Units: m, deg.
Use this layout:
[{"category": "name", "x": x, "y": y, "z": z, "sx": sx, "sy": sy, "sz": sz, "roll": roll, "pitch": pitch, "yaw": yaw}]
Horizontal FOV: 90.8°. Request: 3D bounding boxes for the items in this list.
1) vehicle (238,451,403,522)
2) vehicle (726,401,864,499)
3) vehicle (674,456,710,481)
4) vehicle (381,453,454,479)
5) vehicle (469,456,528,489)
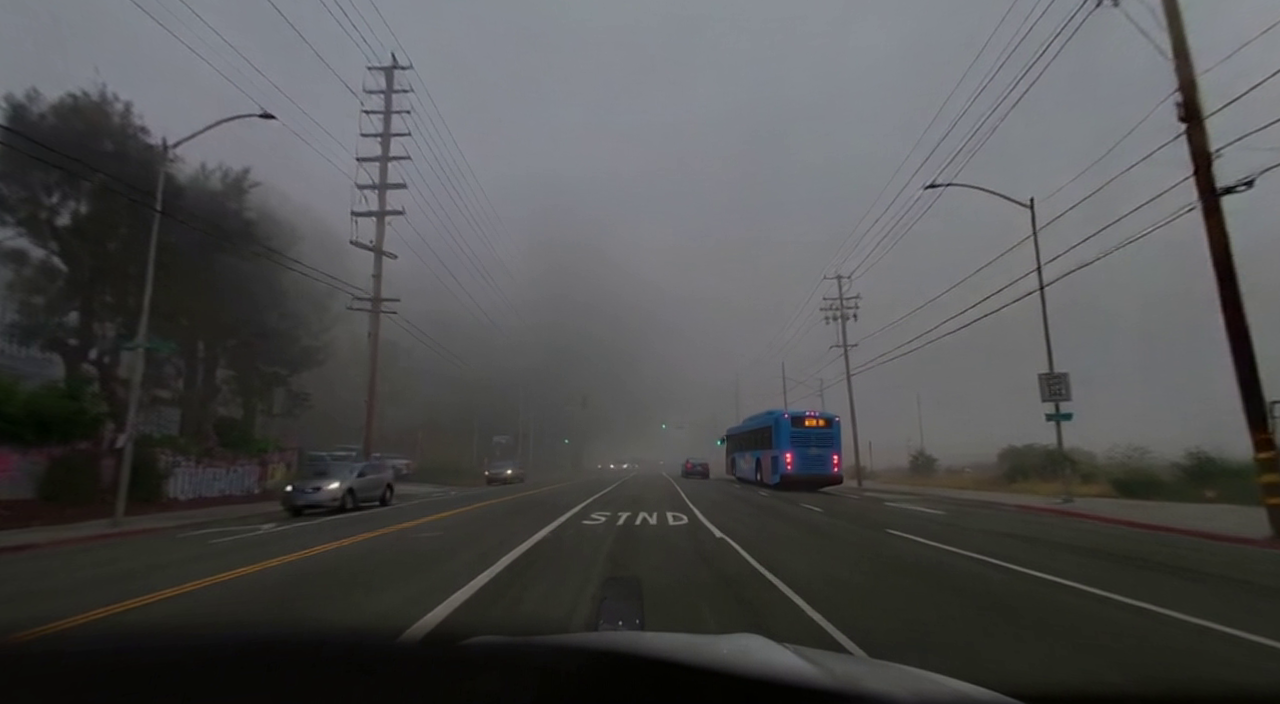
[{"category": "vehicle", "x": -8.744, "y": 3.684, "z": 17.889, "sx": 2.011, "sy": 1.672, "sz": 4.637, "roll": -1, "pitch": -8, "yaw": 3}, {"category": "vehicle", "x": 6.316, "y": 4.367, "z": 28.631, "sx": 3.045, "sy": 3.447, "sz": 12.604, "roll": 0, "pitch": -8, "yaw": 0}, {"category": "vehicle", "x": 3.342, "y": 7.531, "z": 41.053, "sx": 1.961, "sy": 1.470, "sz": 4.196, "roll": 0, "pitch": -8, "yaw": 0}, {"category": "vehicle", "x": -16.926, "y": 8.663, "z": 48.247, "sx": 4.707, "sy": 1.825, "sz": 2.207, "roll": 1, "pitch": -8, "yaw": 3}, {"category": "vehicle", "x": -7.973, "y": 6.786, "z": 35.934, "sx": 2.017, "sy": 1.659, "sz": 4.405, "roll": -1, "pitch": -8, "yaw": 5}]
